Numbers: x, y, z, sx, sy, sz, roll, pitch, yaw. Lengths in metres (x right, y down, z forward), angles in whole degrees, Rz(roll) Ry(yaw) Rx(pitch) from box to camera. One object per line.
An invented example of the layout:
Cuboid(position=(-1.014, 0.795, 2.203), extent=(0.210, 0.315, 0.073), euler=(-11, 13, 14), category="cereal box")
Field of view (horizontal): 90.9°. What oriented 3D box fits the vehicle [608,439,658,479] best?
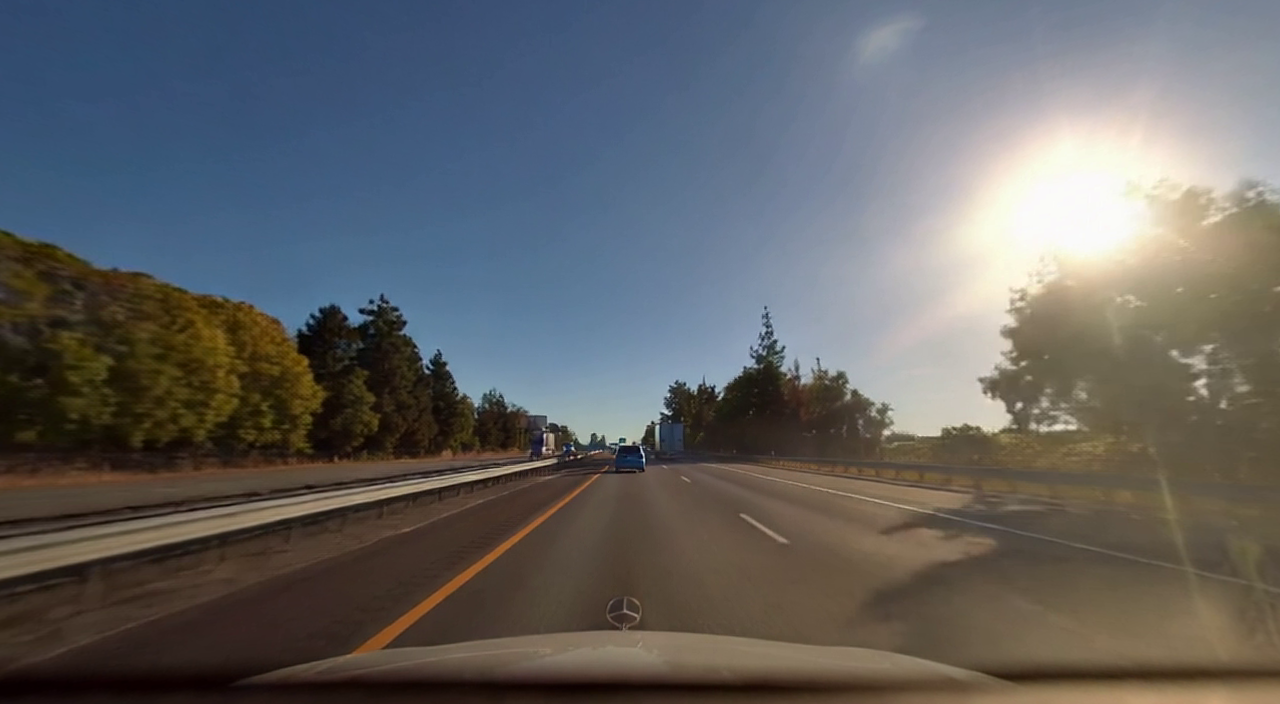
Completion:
Cuboid(position=(-0.337, 5.003, 29.663), extent=(2.190, 1.706, 4.062), euler=(0, -9, 0), category="vehicle")
